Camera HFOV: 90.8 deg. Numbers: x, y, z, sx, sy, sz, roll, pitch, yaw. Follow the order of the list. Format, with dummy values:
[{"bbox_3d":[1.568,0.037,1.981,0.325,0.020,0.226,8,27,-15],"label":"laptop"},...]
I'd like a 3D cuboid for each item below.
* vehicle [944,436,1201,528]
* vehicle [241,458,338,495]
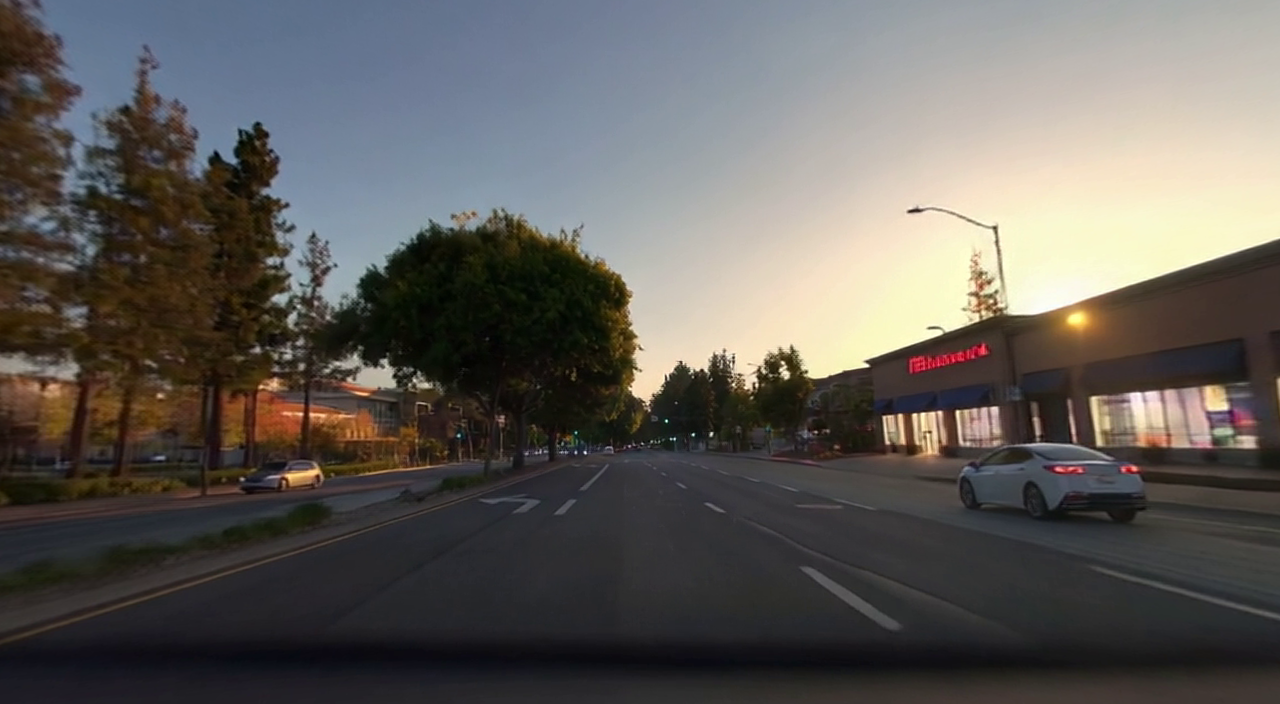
[{"bbox_3d":[8.018,2.422,12.359,1.936,1.460,4.258,0,-9,-1],"label":"vehicle"},{"bbox_3d":[-16.013,5.621,28.809,4.523,1.494,1.857,-6,-10,32],"label":"vehicle"}]
